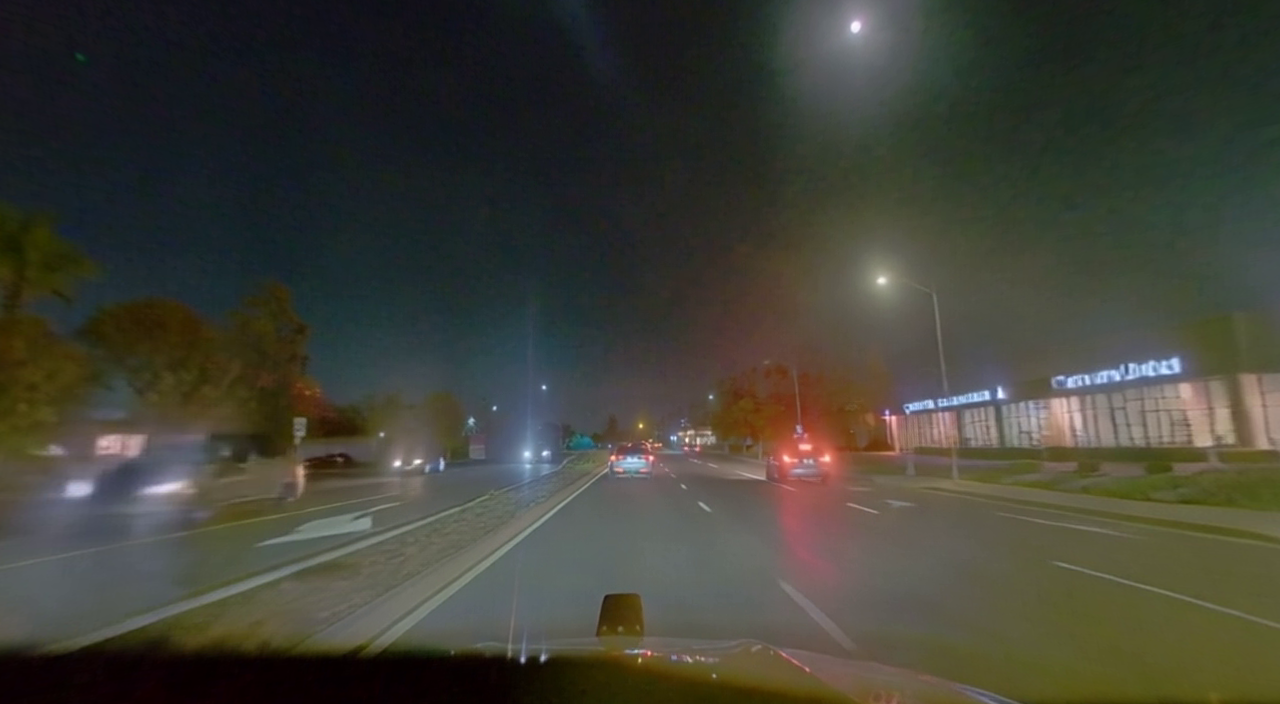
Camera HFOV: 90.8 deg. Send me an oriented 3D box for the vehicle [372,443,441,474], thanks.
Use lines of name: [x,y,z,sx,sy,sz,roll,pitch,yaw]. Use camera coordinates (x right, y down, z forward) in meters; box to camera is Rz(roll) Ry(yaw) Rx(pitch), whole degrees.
vehicle: [-11.943,5.479,32.626,1.833,1.464,4.463,0,-9,0]

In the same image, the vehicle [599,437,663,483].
vehicle: [-0.330,3.874,22.897,2.106,1.496,3.964,0,-9,-1]

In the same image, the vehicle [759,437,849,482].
vehicle: [6.364,4.231,25.131,2.244,1.618,4.585,0,-9,-2]

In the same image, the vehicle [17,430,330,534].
vehicle: [-8.285,2.336,12.093,2.049,1.543,5.131,0,-9,0]

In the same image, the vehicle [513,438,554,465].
vehicle: [-7.137,6.743,42.851,2.156,1.702,4.379,0,-9,-2]
